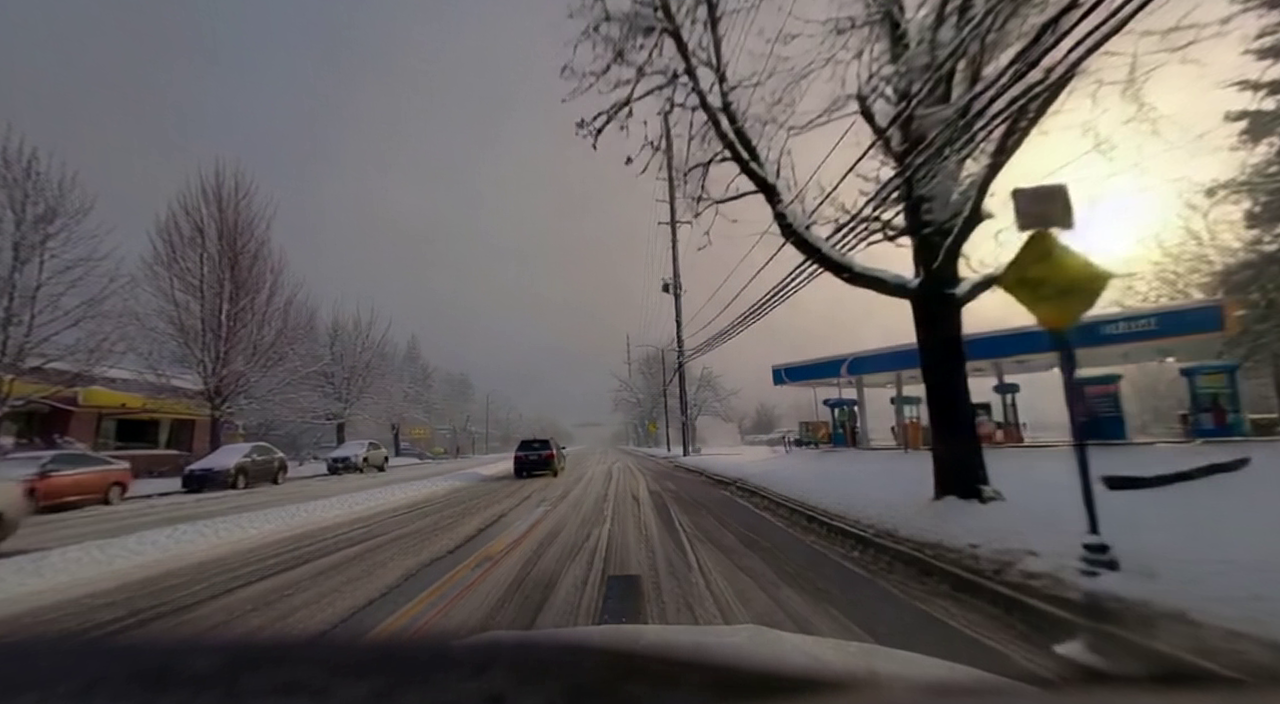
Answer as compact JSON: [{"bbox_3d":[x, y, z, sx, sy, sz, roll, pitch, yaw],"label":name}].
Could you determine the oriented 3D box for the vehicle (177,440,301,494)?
[{"bbox_3d":[-17.052,4.875,27.183,2.336,2.092,4.625,0,-8,-1],"label":"vehicle"}]

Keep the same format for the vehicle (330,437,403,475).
[{"bbox_3d":[-16.677,6.348,38.779,2.353,2.144,4.847,0,-8,-1],"label":"vehicle"}]

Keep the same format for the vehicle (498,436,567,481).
[{"bbox_3d":[-3.921,3.938,23.619,2.073,1.525,3.968,0,-8,-3],"label":"vehicle"}]
